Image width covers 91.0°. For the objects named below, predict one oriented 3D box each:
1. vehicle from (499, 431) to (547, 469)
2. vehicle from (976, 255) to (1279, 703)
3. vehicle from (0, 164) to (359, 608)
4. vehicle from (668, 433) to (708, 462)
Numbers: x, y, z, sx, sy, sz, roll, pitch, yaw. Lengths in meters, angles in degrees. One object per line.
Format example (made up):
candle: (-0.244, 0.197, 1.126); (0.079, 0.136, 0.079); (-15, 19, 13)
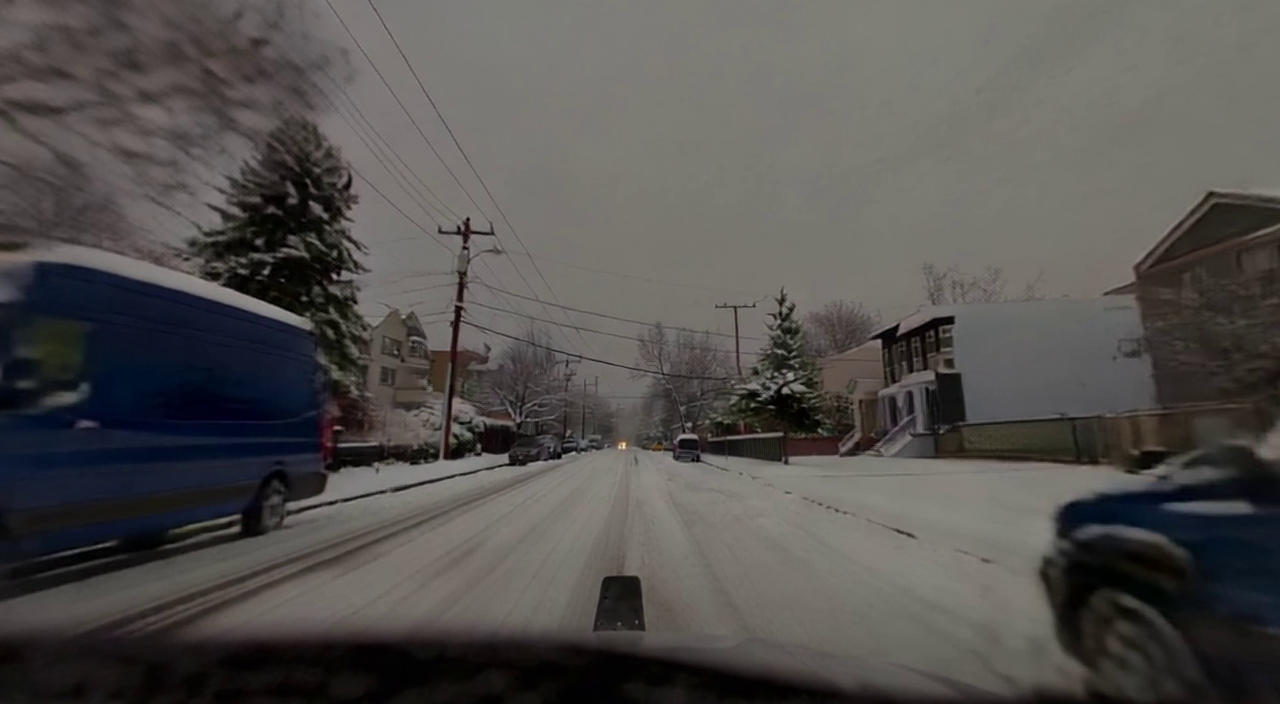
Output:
vehicle: (-7.176, 6.137, 39.040); (1.947, 1.480, 4.330); (-3, -19, 2)
vehicle: (3.401, 0.547, 1.180); (2.328, 2.042, 5.559); (0, -9, -2)
vehicle: (-6.710, 0.569, 7.658); (3.115, 3.562, 7.695); (-2, -6, 0)
vehicle: (3.110, 6.395, 42.172); (2.159, 1.760, 5.345); (0, -9, -1)
